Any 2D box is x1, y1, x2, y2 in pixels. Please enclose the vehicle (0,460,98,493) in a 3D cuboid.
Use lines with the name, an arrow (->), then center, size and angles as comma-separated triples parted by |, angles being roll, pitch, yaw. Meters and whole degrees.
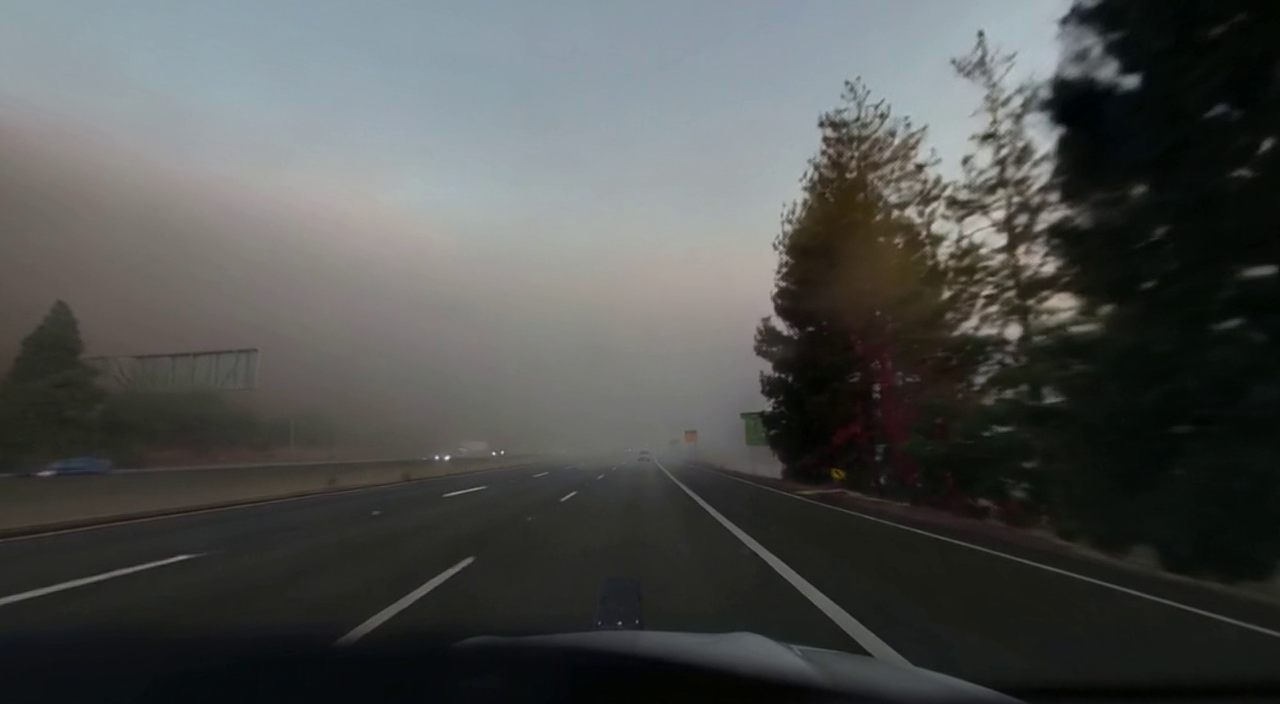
vehicle -> -39.489, 8.174, 41.550 | 2.203, 1.905, 5.807 | -1, -9, 1
